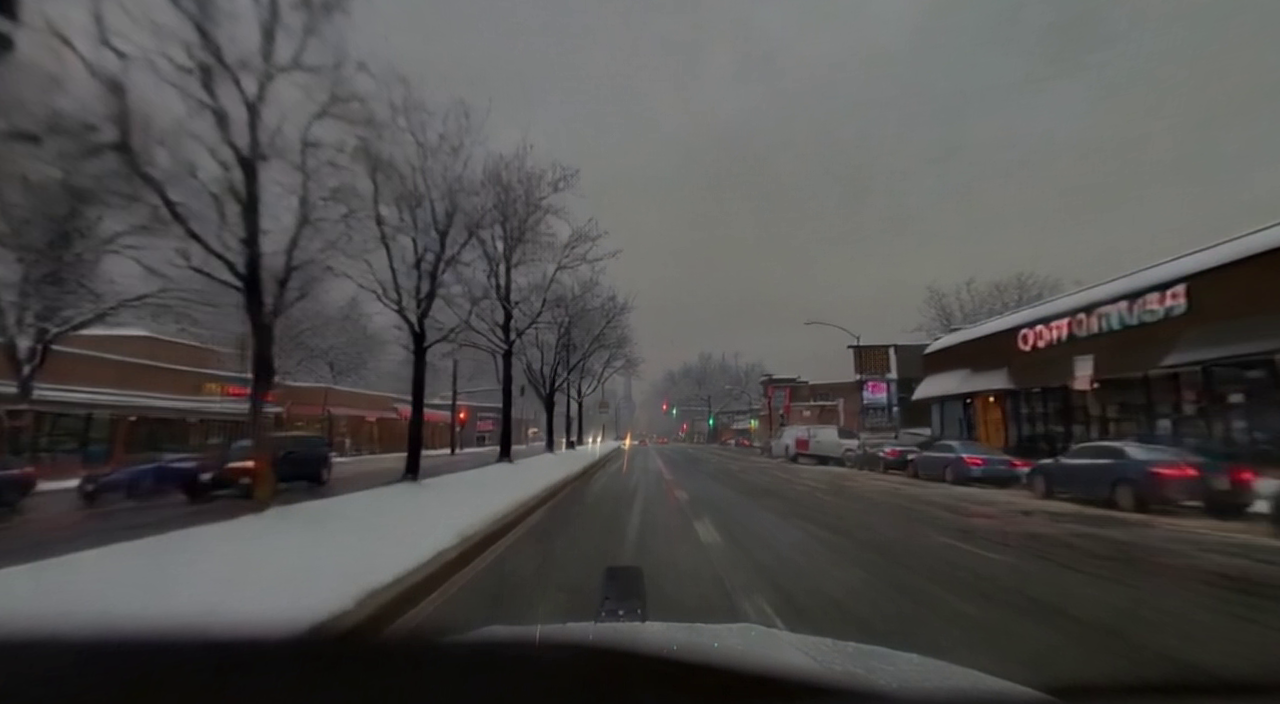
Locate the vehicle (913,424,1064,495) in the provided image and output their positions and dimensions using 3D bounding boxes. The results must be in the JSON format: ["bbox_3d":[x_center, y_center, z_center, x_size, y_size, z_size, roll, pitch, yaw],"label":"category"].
[{"bbox_3d":[9.936,3.108,18.467,1.925,1.808,4.255,0,-9,0],"label":"vehicle"}]

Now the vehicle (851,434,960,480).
[{"bbox_3d":[9.751,3.906,23.686,1.876,1.511,4.726,0,-9,-2],"label":"vehicle"}]

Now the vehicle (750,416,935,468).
[{"bbox_3d":[9.820,4.467,30.582,6.552,2.004,6.229,-10,-13,38],"label":"vehicle"}]

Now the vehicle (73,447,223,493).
[{"bbox_3d":[-17.996,4.296,23.443,1.951,1.524,4.409,0,-9,1],"label":"vehicle"}]

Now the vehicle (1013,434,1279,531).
[{"bbox_3d":[9.785,2.412,12.353,1.913,1.492,4.787,0,-9,-2],"label":"vehicle"}]

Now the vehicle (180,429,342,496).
[{"bbox_3d":[-10.966,3.237,18.772,2.027,1.722,4.471,0,-9,0],"label":"vehicle"}]
